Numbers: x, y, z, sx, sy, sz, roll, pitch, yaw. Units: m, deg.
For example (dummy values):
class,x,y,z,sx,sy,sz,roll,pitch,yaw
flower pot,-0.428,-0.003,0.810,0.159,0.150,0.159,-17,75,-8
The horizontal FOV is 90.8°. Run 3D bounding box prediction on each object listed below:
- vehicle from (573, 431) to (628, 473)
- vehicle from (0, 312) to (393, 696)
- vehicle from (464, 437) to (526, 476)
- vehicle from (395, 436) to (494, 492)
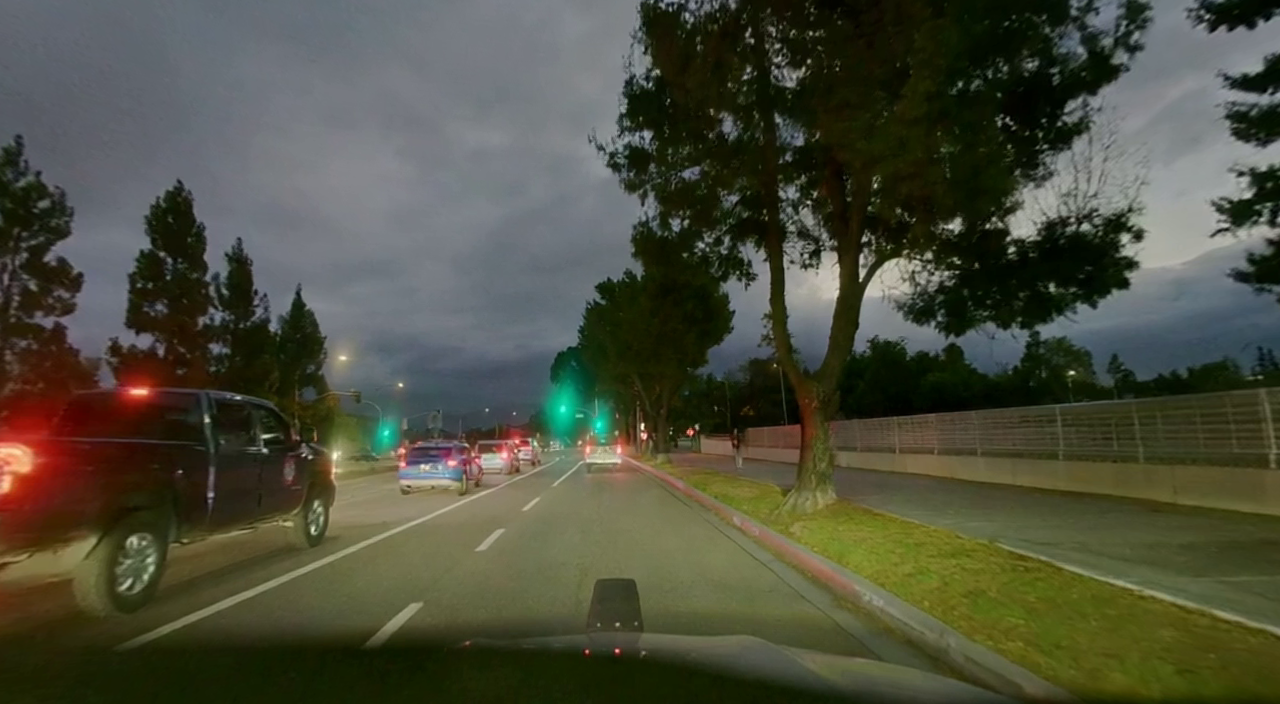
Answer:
class,x,y,z,sx,sy,sz,roll,pitch,yaw
vehicle,-1.885,4.690,29.756,2.368,1.829,4.293,0,-9,-4
vehicle,-5.104,1.275,6.361,2.860,2.090,6.593,0,-9,-3
vehicle,-6.655,4.834,29.435,2.010,1.674,4.484,0,-9,-3
vehicle,-6.193,3.595,20.577,2.069,1.616,4.108,0,-9,-3
